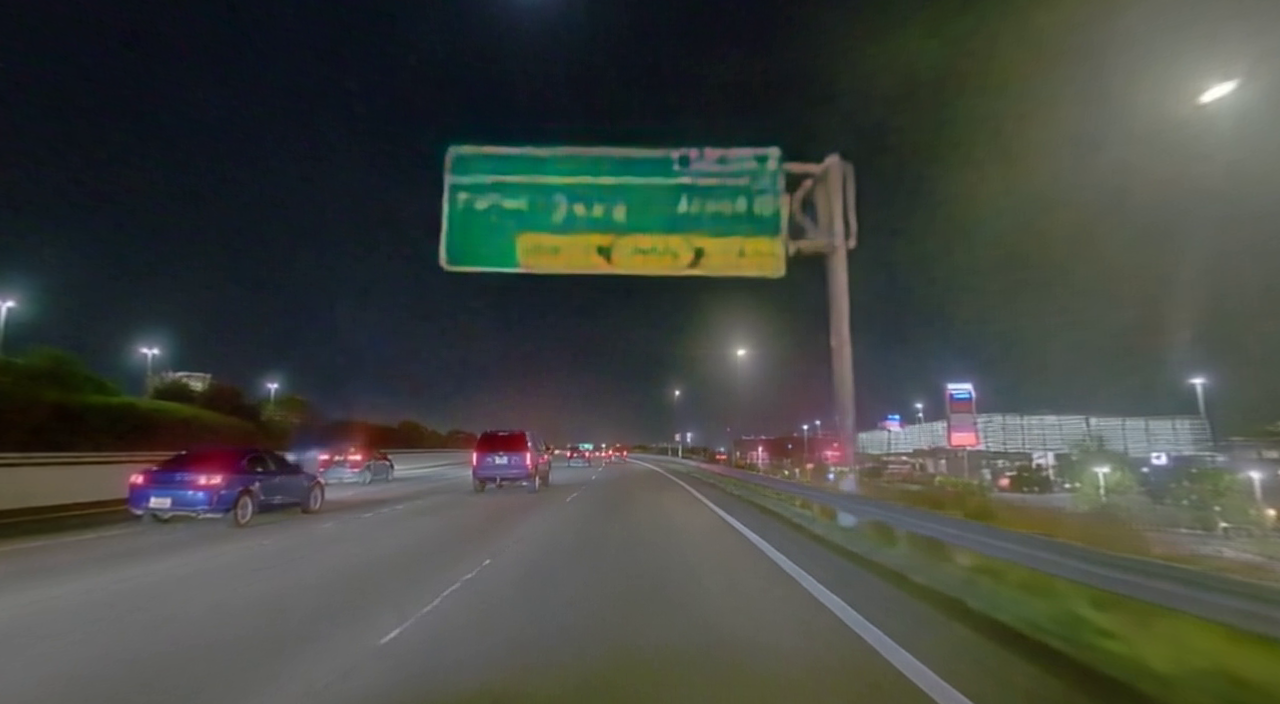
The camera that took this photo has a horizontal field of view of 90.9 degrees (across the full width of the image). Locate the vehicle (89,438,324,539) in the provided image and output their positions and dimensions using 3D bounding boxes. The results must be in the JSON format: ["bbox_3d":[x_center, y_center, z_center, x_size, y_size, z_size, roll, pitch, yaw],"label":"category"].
[{"bbox_3d":[-7.452,2.330,11.322,1.796,1.509,3.393,0,-8,0],"label":"vehicle"}]

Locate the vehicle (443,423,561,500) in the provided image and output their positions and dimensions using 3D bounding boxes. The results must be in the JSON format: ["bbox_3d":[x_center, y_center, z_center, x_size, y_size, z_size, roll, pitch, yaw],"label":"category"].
[{"bbox_3d":[-3.943,3.248,19.119,2.301,1.985,5.247,0,-8,1],"label":"vehicle"}]

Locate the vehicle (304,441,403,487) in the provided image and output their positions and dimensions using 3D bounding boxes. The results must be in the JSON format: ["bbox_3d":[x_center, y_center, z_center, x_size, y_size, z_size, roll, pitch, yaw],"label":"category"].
[{"bbox_3d":[-11.436,4.470,25.564,1.919,1.665,4.394,0,-8,0],"label":"vehicle"}]

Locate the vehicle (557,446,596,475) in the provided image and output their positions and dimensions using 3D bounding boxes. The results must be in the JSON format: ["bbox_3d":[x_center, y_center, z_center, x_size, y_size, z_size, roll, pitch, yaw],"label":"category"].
[{"bbox_3d":[-3.771,6.462,37.824,1.955,1.614,3.817,0,-8,0],"label":"vehicle"}]
